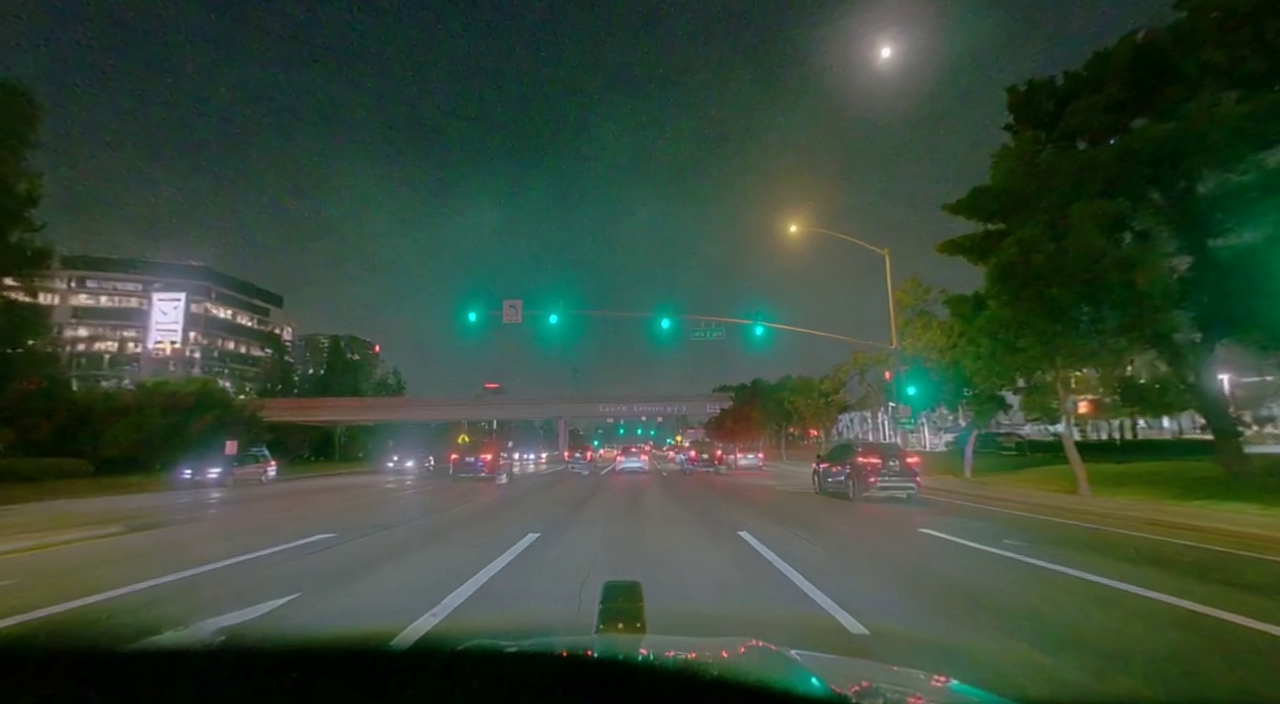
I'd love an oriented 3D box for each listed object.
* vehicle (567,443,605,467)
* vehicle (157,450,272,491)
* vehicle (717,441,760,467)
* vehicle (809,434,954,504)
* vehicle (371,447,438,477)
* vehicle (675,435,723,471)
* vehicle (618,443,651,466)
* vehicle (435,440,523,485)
[{"bbox_3d":[-3.336,6.502,39.800,2.041,1.466,4.212,0,-8,0],"label":"vehicle"},{"bbox_3d":[-18.900,5.255,28.201,1.939,1.648,4.569,0,-8,0],"label":"vehicle"},{"bbox_3d":[6.235,6.492,40.041,1.924,1.527,4.268,0,-8,-2],"label":"vehicle"},{"bbox_3d":[6.291,3.087,17.020,2.056,1.624,4.498,0,-8,-1],"label":"vehicle"},{"bbox_3d":[-12.246,5.721,32.959,1.802,1.478,4.391,0,-8,1],"label":"vehicle"},{"bbox_3d":[3.029,5.309,33.132,2.034,1.762,4.420,0,-8,-1],"label":"vehicle"},{"bbox_3d":[-0.358,6.748,41.453,2.026,1.453,3.780,0,-8,0],"label":"vehicle"},{"bbox_3d":[-5.899,4.082,23.539,2.070,1.488,4.376,0,-8,1],"label":"vehicle"}]
